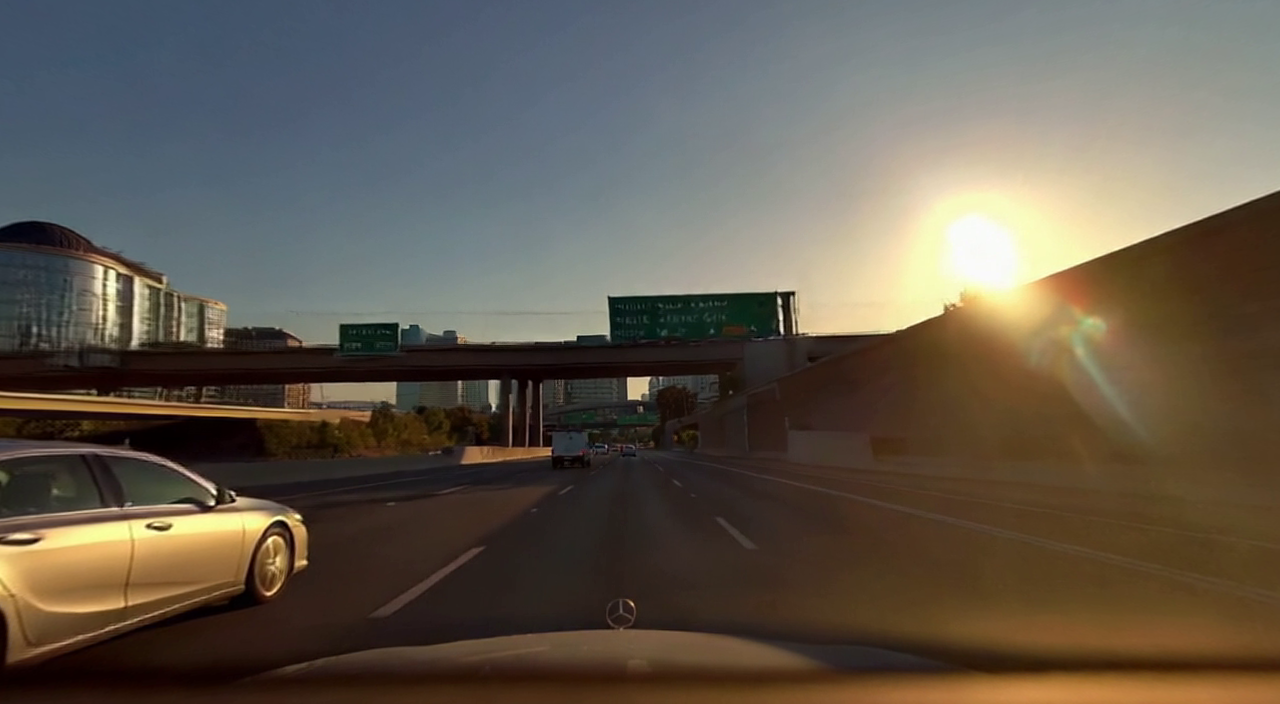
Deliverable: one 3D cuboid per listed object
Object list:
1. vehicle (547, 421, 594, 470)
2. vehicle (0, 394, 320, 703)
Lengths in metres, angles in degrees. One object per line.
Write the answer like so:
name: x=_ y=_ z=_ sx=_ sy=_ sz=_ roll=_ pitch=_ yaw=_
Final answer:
vehicle: x=-4.426 y=6.140 z=41.477 sx=2.364 sy=2.953 sz=6.732 roll=0 pitch=-9 yaw=-1
vehicle: x=-3.910 y=1.044 z=3.316 sx=2.025 sy=1.556 sz=4.594 roll=0 pitch=-9 yaw=0
